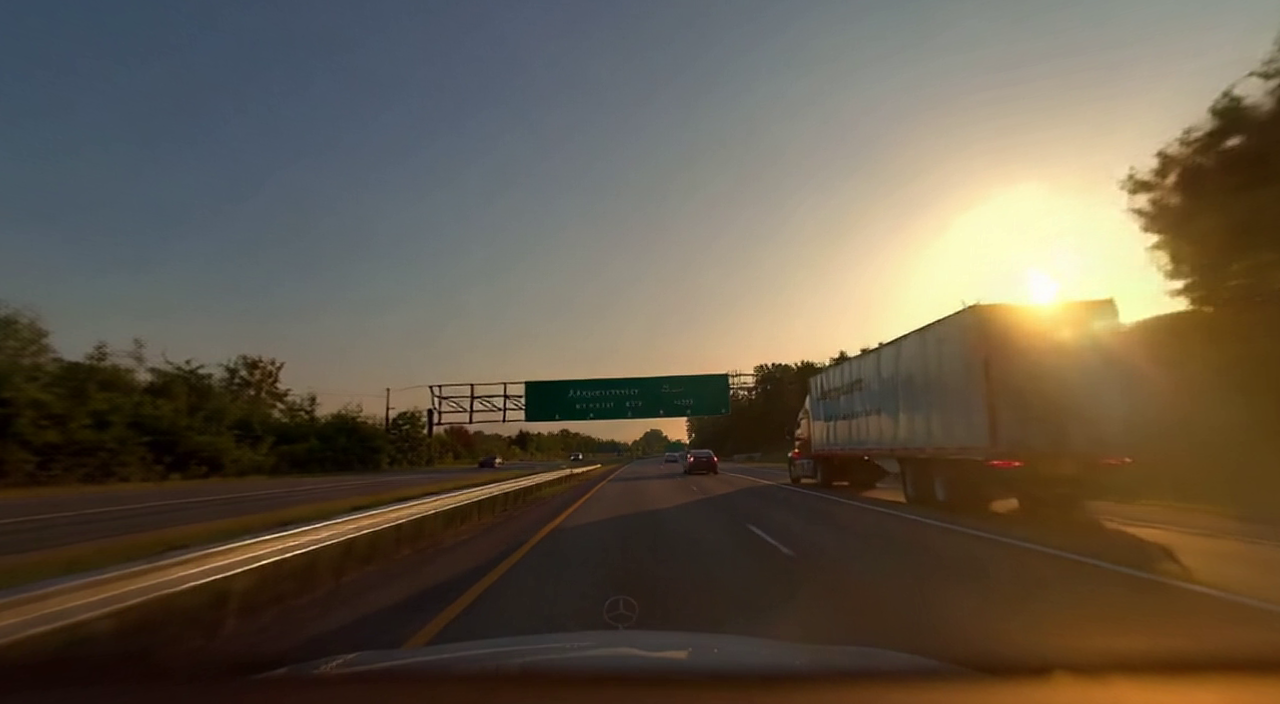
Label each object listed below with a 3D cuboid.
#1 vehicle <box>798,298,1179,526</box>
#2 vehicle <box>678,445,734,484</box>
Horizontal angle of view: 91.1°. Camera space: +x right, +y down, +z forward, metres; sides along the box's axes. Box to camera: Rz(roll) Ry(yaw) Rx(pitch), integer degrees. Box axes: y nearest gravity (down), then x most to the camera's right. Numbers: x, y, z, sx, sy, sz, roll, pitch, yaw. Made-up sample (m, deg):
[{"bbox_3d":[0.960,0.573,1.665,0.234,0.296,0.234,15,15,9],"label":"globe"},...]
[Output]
[{"bbox_3d":[7.851,2.067,18.068,2.907,4.042,13.858,0,-9,0],"label":"vehicle"},{"bbox_3d":[2.844,4.934,27.799,2.024,1.579,3.707,0,-9,-1],"label":"vehicle"}]
